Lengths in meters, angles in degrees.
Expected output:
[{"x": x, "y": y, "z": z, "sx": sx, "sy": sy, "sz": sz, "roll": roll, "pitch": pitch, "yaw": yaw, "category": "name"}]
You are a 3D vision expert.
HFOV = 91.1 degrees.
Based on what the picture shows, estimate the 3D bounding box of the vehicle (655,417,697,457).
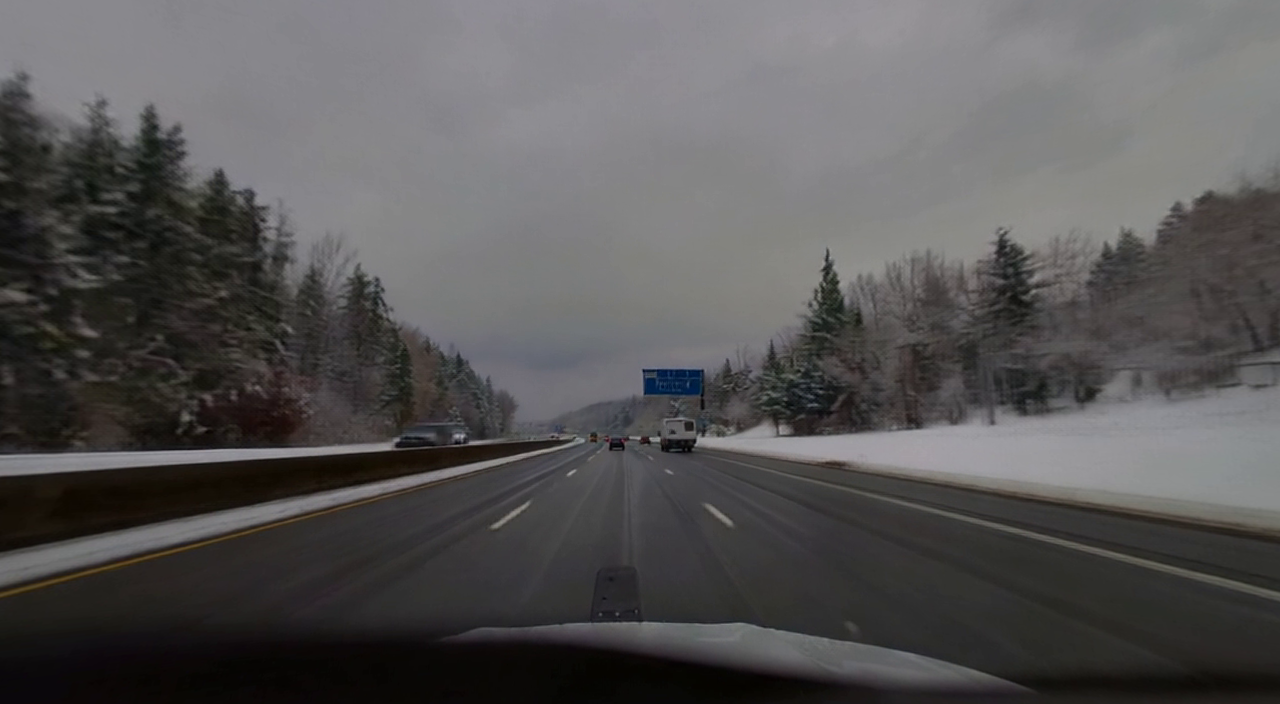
[{"x": 2.417, "y": 5.955, "z": 43.959, "sx": 2.411, "sy": 2.614, "sz": 5.781, "roll": 0, "pitch": -8, "yaw": -1, "category": "vehicle"}]

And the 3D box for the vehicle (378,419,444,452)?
[{"x": -14.220, "y": 5.253, "z": 39.409, "sx": 2.114, "sy": 1.921, "sz": 5.201, "roll": 0, "pitch": -8, "yaw": 1, "category": "vehicle"}]
